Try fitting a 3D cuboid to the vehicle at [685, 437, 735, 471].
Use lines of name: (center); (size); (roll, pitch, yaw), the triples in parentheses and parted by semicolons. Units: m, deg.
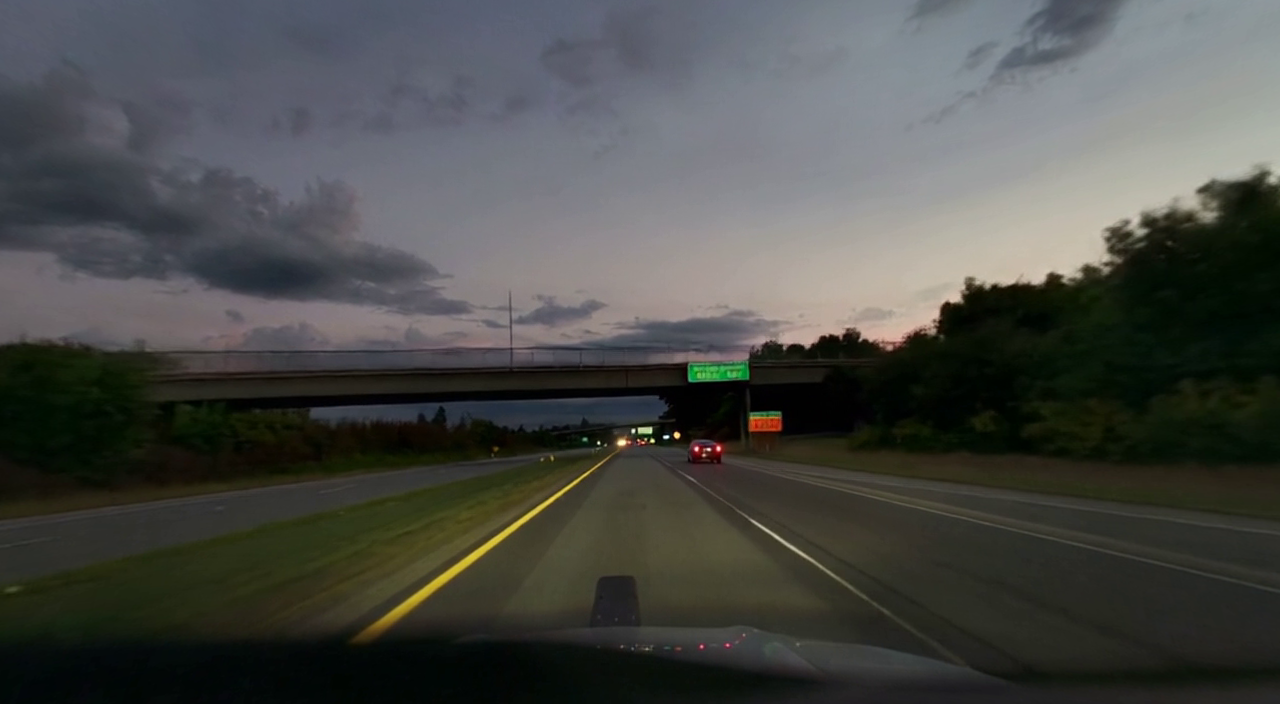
vehicle: (3.176, 4.669, 29.026); (1.781, 1.470, 3.540); (0, -8, -2)
